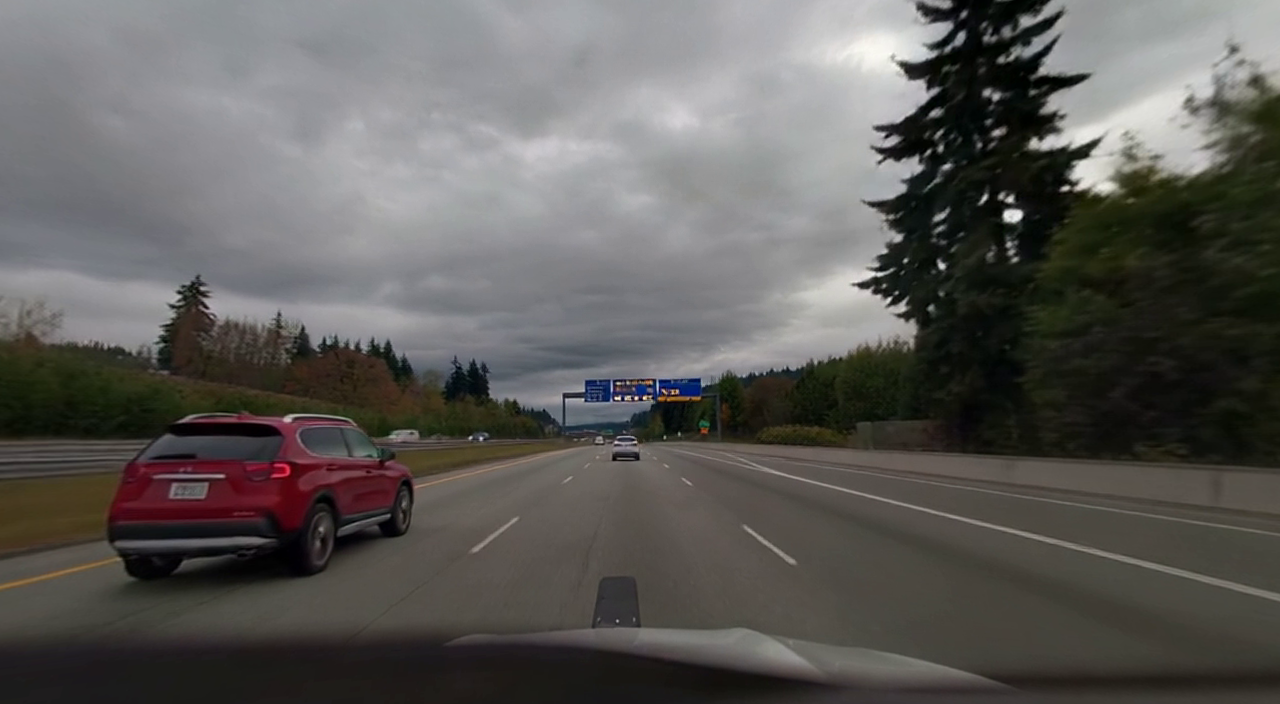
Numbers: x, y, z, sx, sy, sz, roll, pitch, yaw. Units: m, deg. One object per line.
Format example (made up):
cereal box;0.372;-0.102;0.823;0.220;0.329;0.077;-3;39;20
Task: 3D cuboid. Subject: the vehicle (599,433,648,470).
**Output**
vehicle;-0.751;4.383;28.007;2.010;1.534;4.013;0;-8;-2

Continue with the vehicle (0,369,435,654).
vehicle;-3.776;1.245;6.046;2.111;1.689;4.505;0;-8;-1
